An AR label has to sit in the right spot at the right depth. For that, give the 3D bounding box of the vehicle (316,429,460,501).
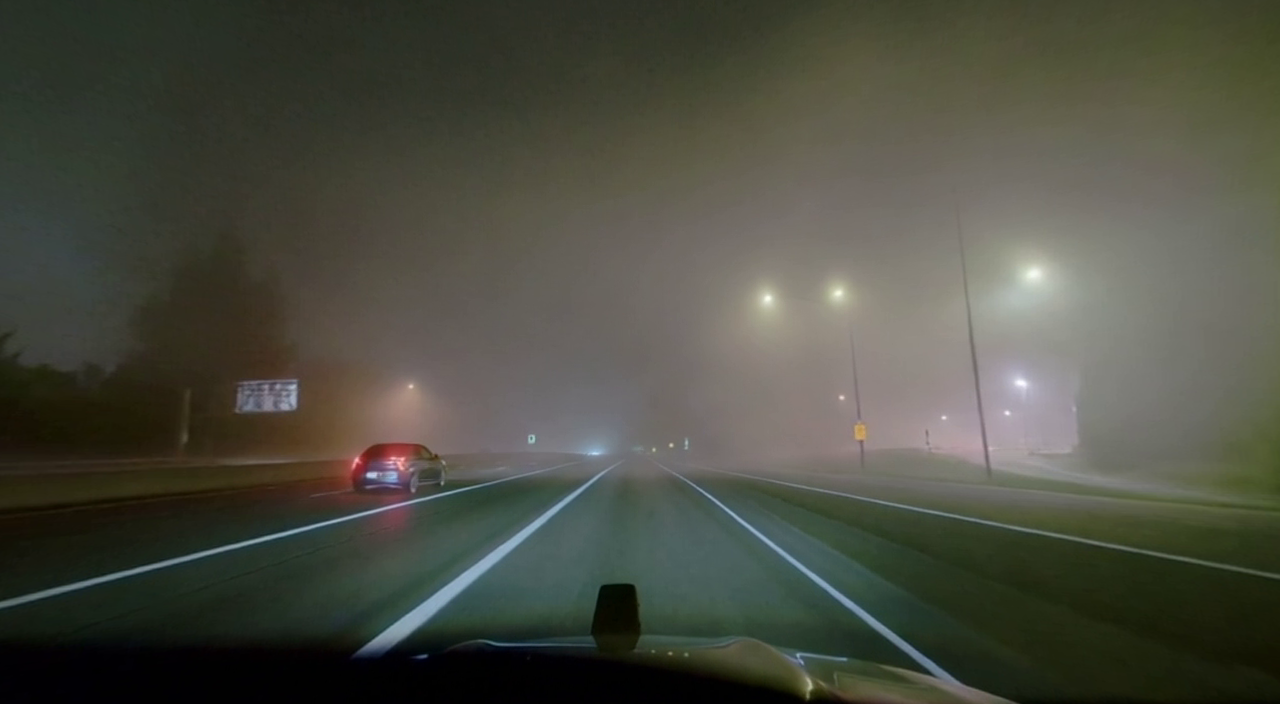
[{"bbox_3d":[-7.154,3.264,18.658,2.231,1.807,4.758,0,-9,1],"label":"vehicle"}]
